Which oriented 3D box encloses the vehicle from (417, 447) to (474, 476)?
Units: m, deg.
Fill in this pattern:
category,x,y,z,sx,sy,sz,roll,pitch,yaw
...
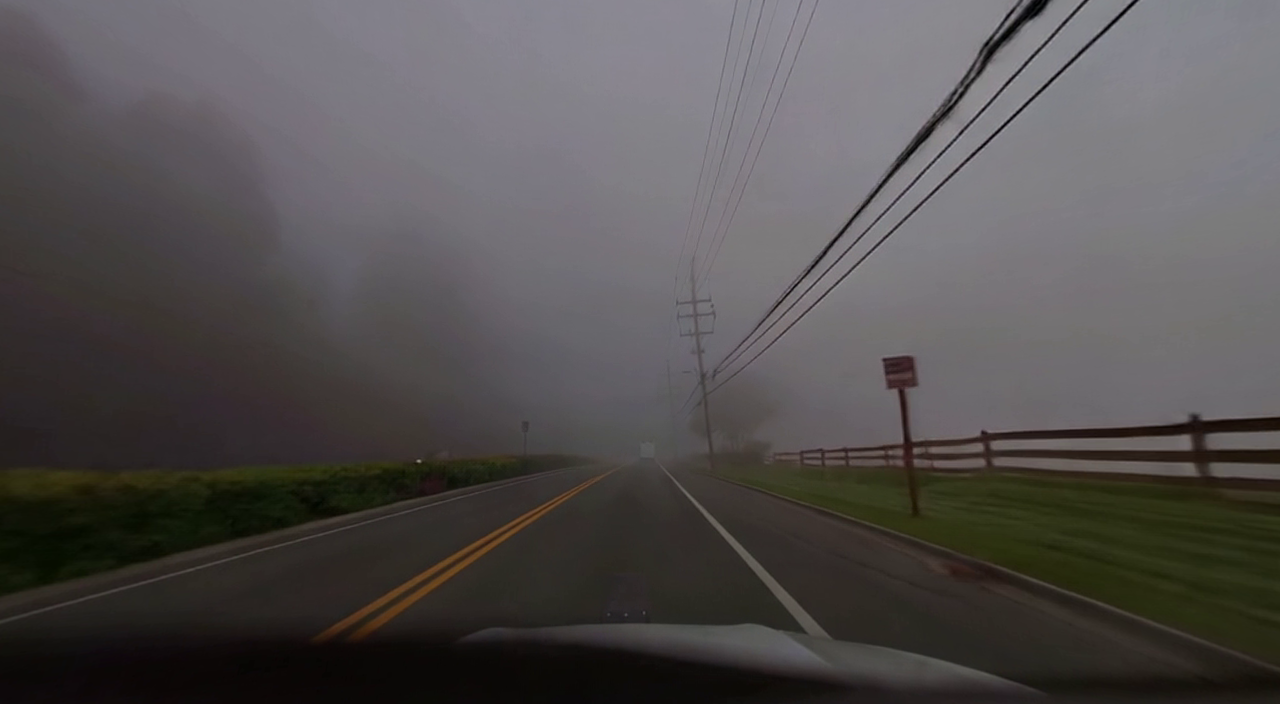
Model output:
category,x,y,z,sx,sy,sz,roll,pitch,yaw
vehicle,-12.070,6.792,39.425,1.989,1.683,4.615,-1,-8,2
